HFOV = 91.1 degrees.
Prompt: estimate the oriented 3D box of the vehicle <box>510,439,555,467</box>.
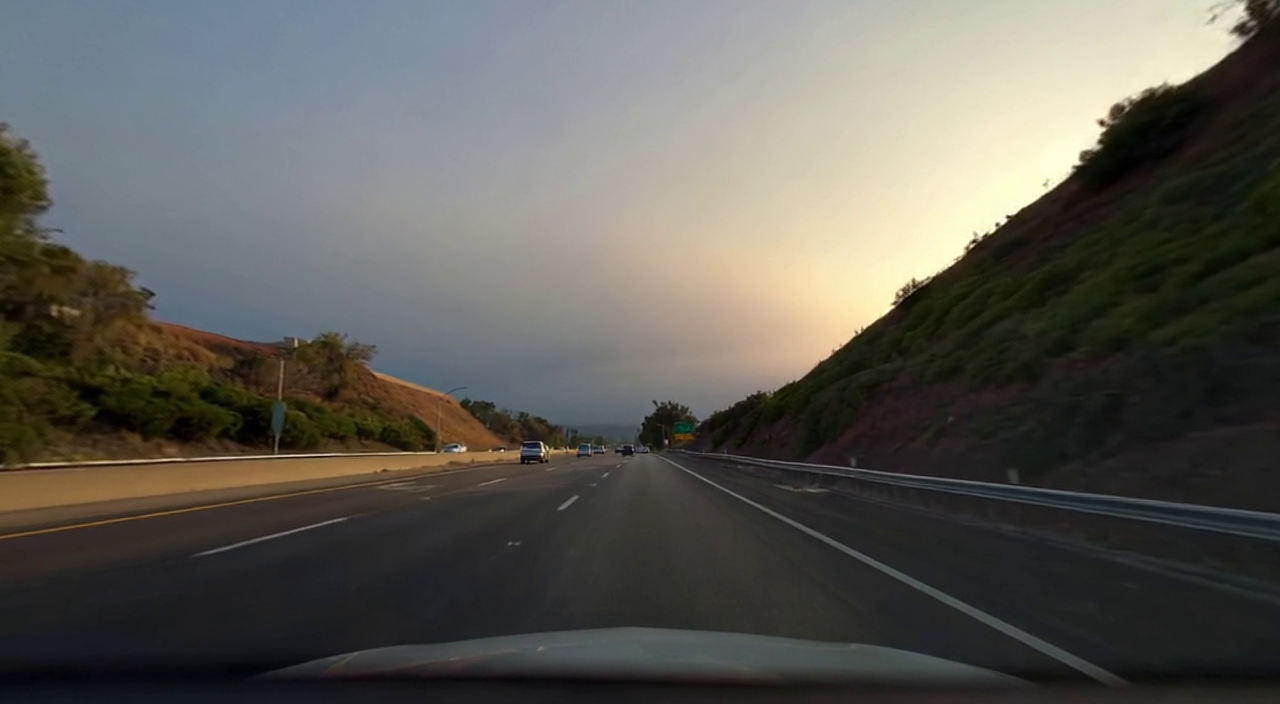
[{"bbox_3d":[-6.666,6.297,39.381,1.972,1.660,4.254,0,-8,0],"label":"vehicle"}]
